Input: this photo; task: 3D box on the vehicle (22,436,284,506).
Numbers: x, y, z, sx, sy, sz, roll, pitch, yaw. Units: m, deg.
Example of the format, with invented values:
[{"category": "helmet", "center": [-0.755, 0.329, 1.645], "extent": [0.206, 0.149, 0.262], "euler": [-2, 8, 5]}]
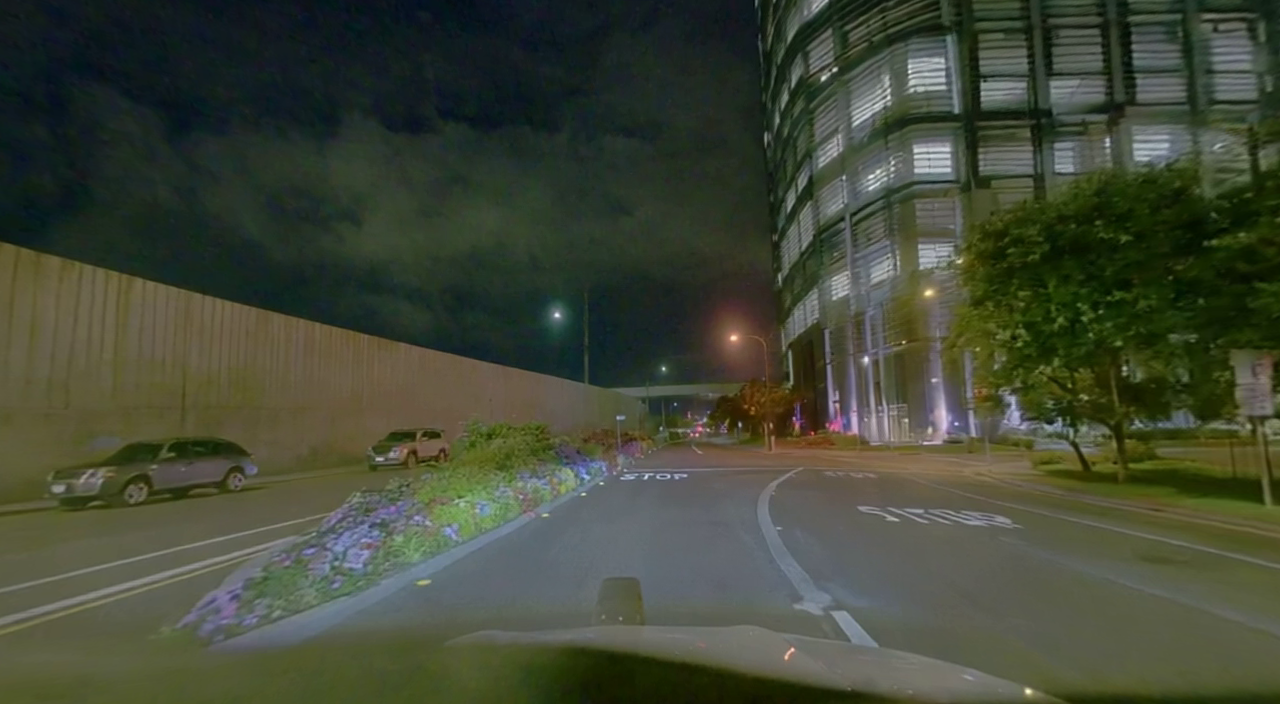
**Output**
[{"category": "vehicle", "center": [-11.219, 2.765, 15.044], "extent": [4.421, 1.446, 2.053], "euler": [3, -9, -20]}]

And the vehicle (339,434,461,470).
[{"category": "vehicle", "center": [-10.597, 4.406, 27.957], "extent": [4.694, 1.447, 2.137], "euler": [5, -10, -29]}]
